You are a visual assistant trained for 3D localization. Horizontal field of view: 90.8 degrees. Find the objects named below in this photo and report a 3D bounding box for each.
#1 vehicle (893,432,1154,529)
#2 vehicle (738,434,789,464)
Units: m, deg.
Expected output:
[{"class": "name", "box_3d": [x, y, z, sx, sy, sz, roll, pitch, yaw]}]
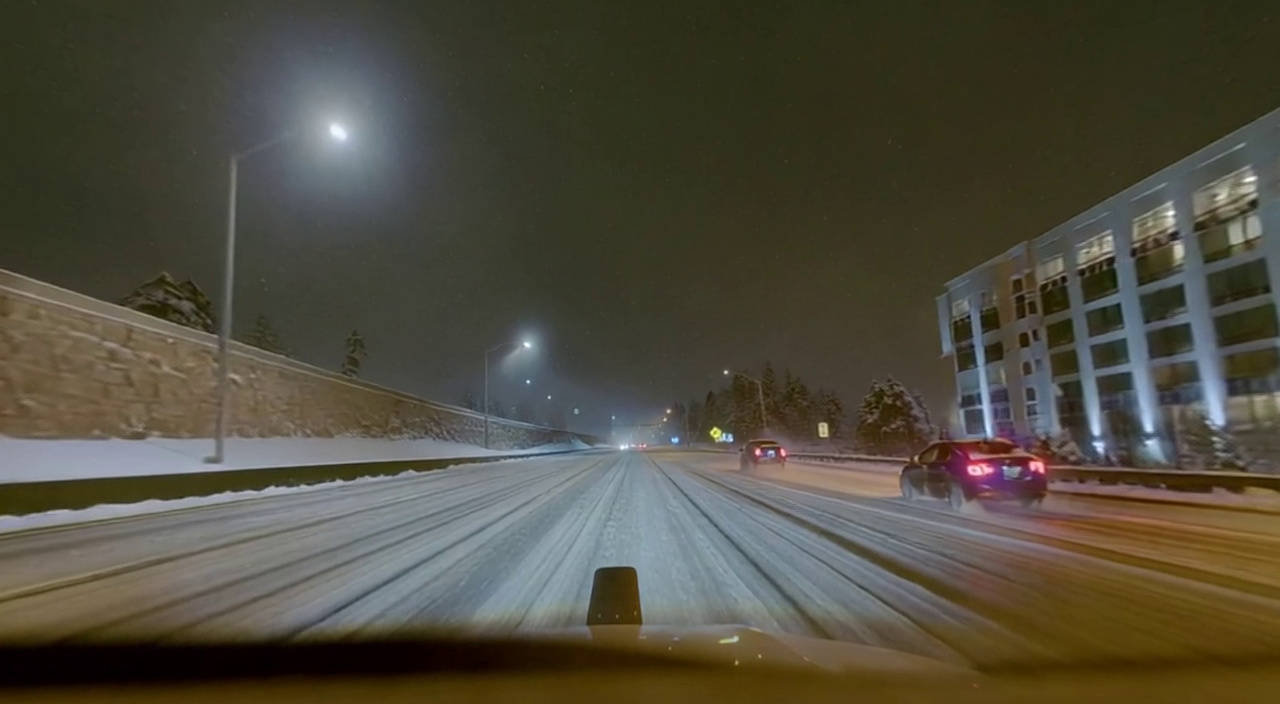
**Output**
[{"class": "vehicle", "box_3d": [7.636, 2.578, 13.457, 2.165, 1.636, 5.175, 0, -8, -2]}, {"class": "vehicle", "box_3d": [9.210, 7.292, 47.533, 2.555, 2.069, 5.892, 0, -8, -1]}]
